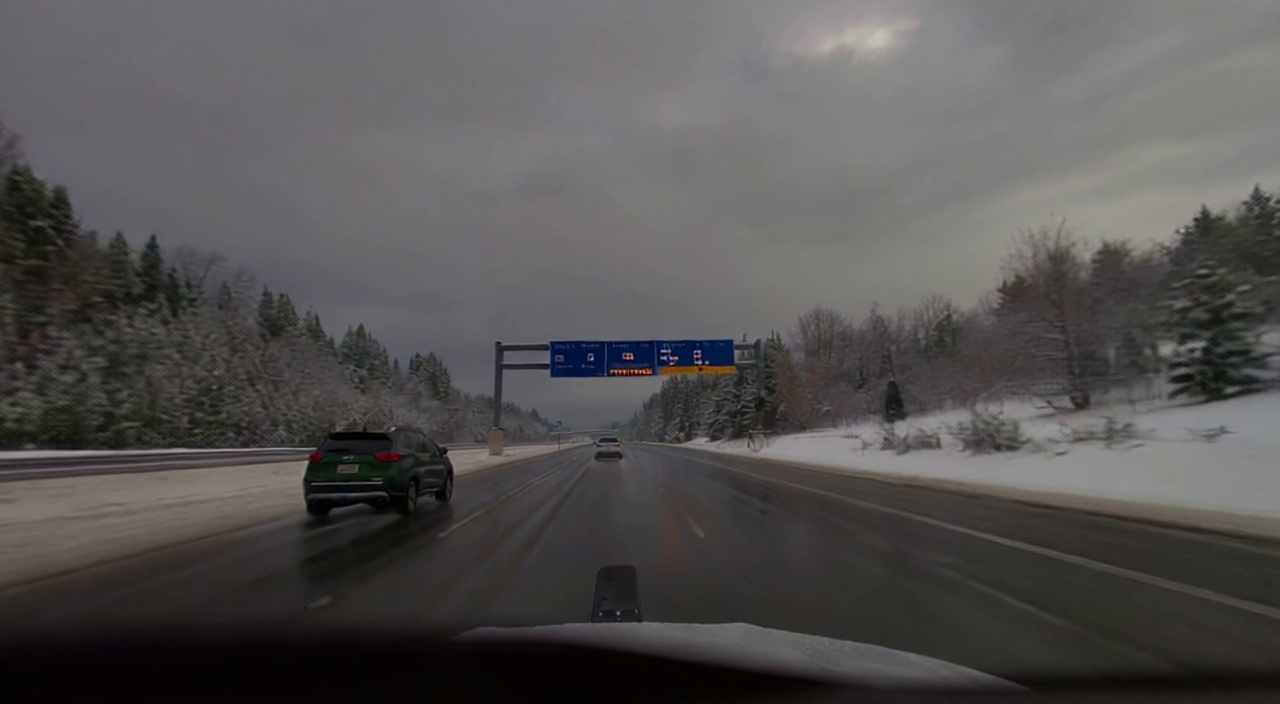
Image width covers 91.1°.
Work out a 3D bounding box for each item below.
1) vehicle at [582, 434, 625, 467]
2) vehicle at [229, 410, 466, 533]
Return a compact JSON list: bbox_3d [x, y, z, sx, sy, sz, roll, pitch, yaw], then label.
[{"bbox_3d":[-1.767,4.837,31.113,2.010,1.534,4.013,0,-8,-2],"label":"vehicle"},{"bbox_3d":[-4.709,1.973,11.087,2.111,1.689,4.505,0,-8,-2],"label":"vehicle"}]
